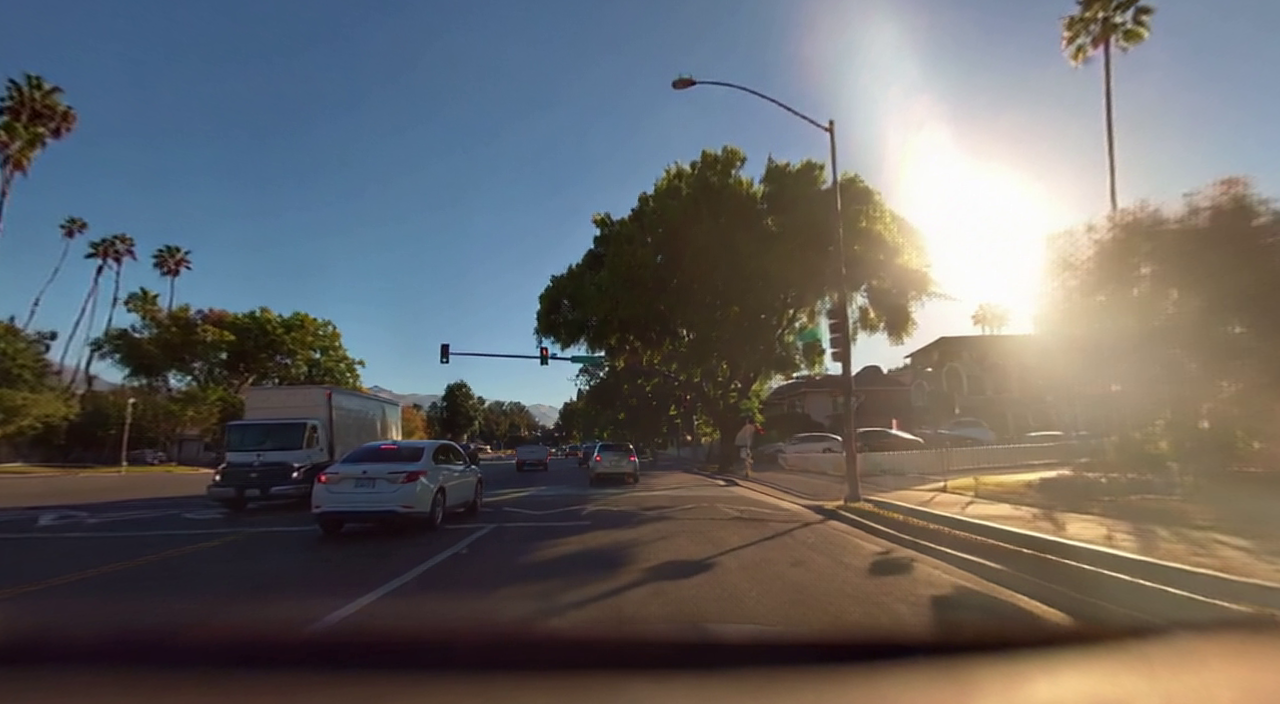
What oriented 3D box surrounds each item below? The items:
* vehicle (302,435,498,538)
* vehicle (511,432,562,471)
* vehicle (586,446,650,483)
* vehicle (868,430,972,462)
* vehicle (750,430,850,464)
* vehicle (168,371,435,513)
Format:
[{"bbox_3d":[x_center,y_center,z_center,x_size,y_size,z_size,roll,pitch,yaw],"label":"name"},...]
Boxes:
[{"bbox_3d":[-3.925,2.252,11.212,1.709,1.425,4.337,-1,-9,1],"label":"vehicle"},{"bbox_3d":[-5.368,5.247,33.304,2.032,1.852,4.571,-1,-8,-2],"label":"vehicle"},{"bbox_3d":[-0.841,4.093,23.299,2.131,1.222,3.868,0,-9,-3],"label":"vehicle"},{"bbox_3d":[14.565,4.881,32.836,4.615,1.555,2.021,2,-9,-15],"label":"vehicle"},{"bbox_3d":[8.601,5.117,34.026,4.742,1.690,2.218,2,-9,-18],"label":"vehicle"},{"bbox_3d":[-7.645,2.228,15.603,2.821,2.701,6.721,-1,-8,0],"label":"vehicle"}]
